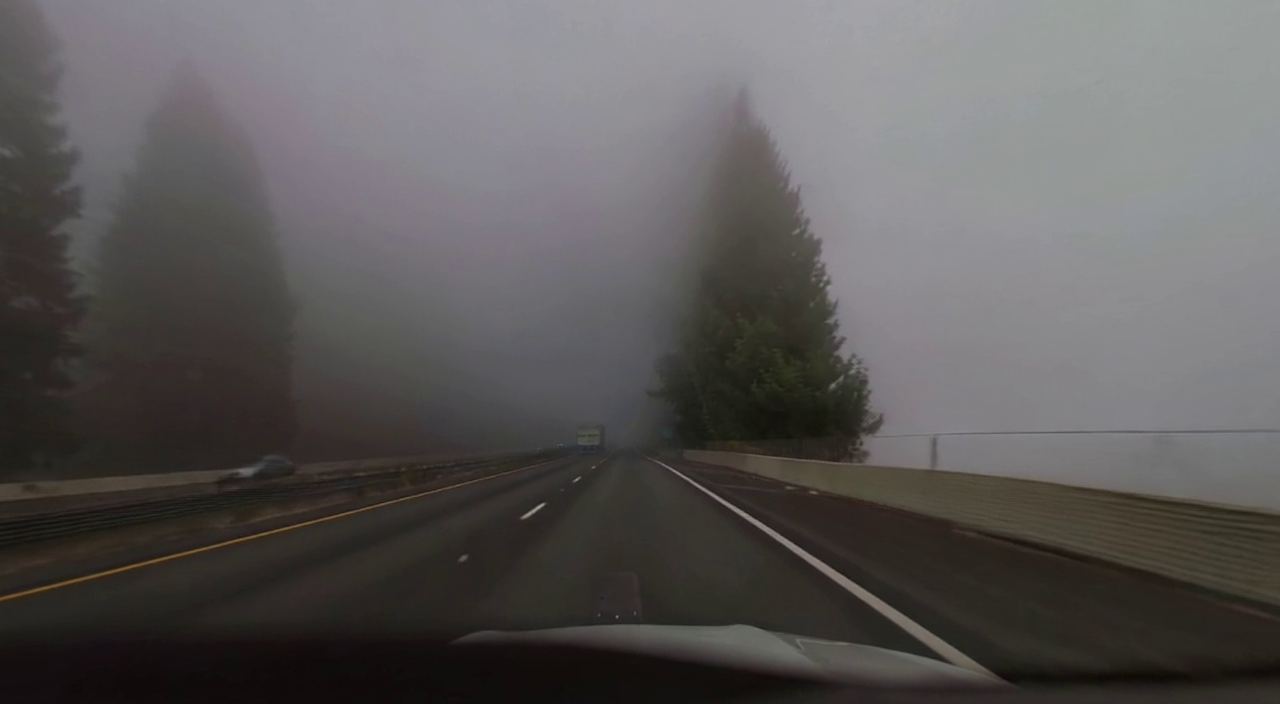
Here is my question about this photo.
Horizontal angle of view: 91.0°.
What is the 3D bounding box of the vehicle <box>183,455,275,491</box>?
[{"bbox_3d":[-18.633,5.466,28.736,1.767,1.417,3.749,0,-8,-2],"label":"vehicle"}]
